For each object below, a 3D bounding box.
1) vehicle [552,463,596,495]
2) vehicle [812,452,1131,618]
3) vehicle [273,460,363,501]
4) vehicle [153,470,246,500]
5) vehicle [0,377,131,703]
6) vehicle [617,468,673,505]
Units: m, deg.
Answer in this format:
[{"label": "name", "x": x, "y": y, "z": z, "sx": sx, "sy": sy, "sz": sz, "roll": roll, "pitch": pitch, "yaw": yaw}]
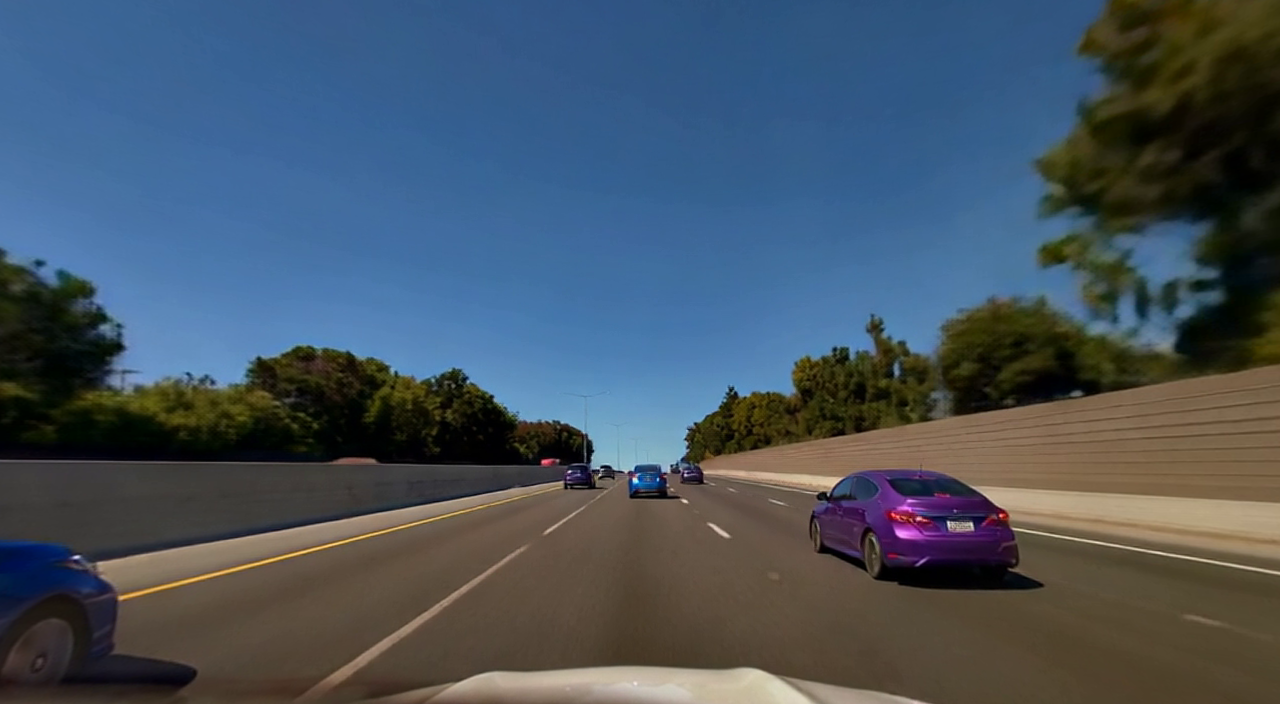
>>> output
[{"label": "vehicle", "x": -3.775, "y": 7.358, "z": 36.628, "sx": 2.021, "sy": 1.706, "sz": 4.247, "roll": 1, "pitch": -10, "yaw": 1}, {"label": "vehicle", "x": 3.747, "y": 2.132, "z": 8.077, "sx": 1.938, "sy": 1.561, "sz": 3.786, "roll": 1, "pitch": -10, "yaw": -1}, {"label": "vehicle", "x": -15.618, "y": 6.254, "z": 30.824, "sx": 2.045, "sy": 1.793, "sz": 4.254, "roll": 1, "pitch": -10, "yaw": 0}, {"label": "vehicle", "x": -23.159, "y": 6.995, "z": 33.339, "sx": 1.760, "sy": 1.441, "sz": 4.193, "roll": 1, "pitch": -10, "yaw": 1}, {"label": "vehicle", "x": -3.960, "y": 0.659, "z": 1.372, "sx": 1.999, "sy": 1.659, "sz": 4.340, "roll": 1, "pitch": -10, "yaw": 0}, {"label": "vehicle", "x": 0.209, "y": 5.774, "z": 27.356, "sx": 2.241, "sy": 1.425, "sz": 3.973, "roll": 1, "pitch": -10, "yaw": 0}]
